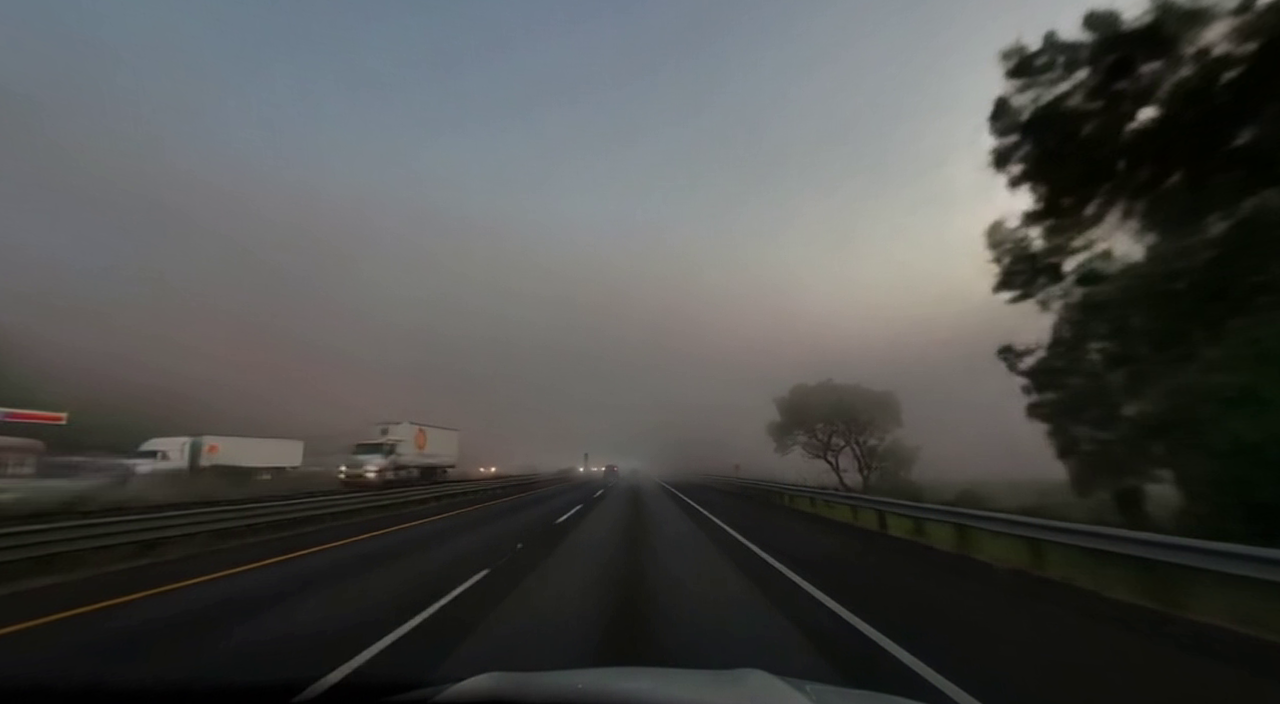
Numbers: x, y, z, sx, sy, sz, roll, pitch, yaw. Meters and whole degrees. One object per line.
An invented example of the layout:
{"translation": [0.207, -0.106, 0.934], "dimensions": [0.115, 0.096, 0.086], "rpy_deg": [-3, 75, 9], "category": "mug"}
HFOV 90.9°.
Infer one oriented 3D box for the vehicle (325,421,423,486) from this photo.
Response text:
{"translation": [-17.447, 6.817, 41.944], "dimensions": [3.667, 3.902, 6.030], "rpy_deg": [1, -11, 0], "category": "vehicle"}
